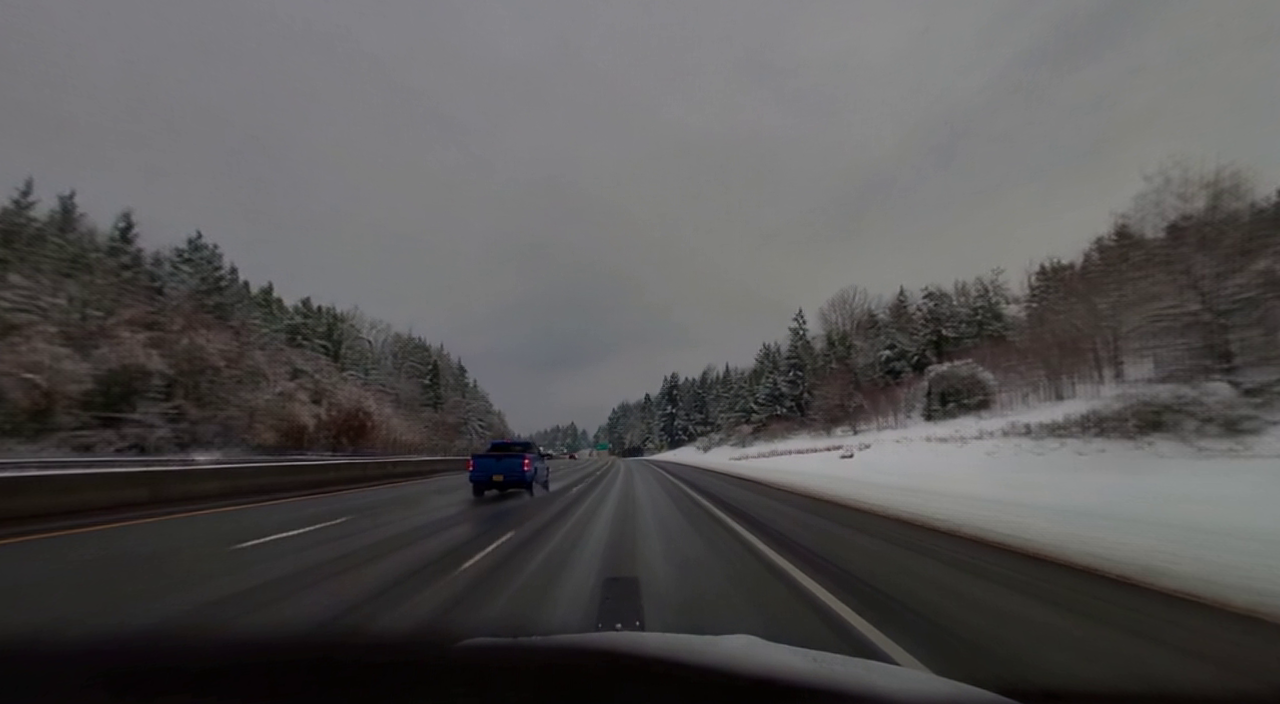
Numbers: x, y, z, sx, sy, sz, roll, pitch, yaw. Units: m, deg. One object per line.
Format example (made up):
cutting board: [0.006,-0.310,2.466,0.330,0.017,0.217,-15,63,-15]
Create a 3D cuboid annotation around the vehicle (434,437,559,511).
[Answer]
vehicle: [-3.592,3.174,16.898,2.279,1.683,4.726,0,-9,-1]
